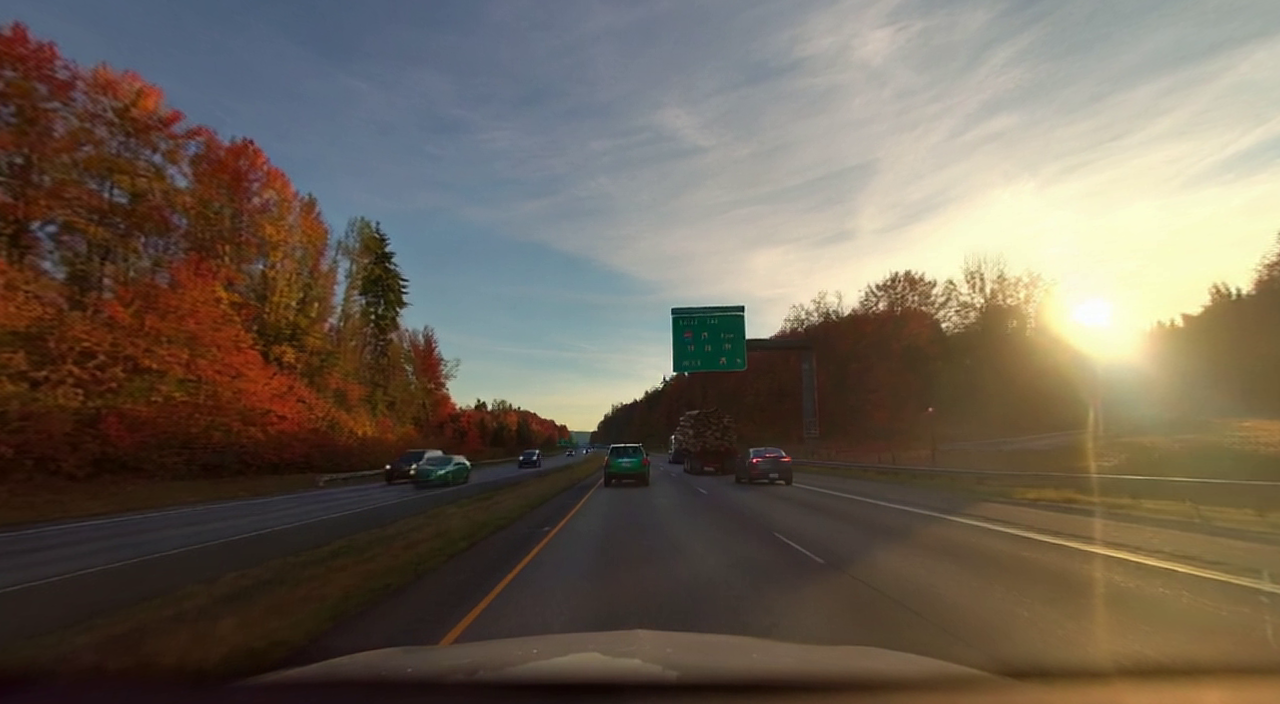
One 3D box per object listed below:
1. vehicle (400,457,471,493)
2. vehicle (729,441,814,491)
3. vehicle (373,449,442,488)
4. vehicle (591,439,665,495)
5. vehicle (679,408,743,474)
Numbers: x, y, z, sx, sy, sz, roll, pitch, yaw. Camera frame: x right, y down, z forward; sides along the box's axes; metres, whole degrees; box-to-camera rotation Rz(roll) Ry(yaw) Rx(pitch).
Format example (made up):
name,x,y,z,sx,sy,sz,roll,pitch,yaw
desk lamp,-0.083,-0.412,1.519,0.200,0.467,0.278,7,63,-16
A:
name,x,y,z,sx,sy,sz,roll,pitch,yaw
vehicle,-9.514,5.728,29.525,1.859,1.489,4.299,-1,-9,0
vehicle,4.772,4.192,23.461,2.057,1.660,4.525,0,-9,-2
vehicle,-13.379,6.691,36.400,2.215,2.079,4.694,0,-9,0
vehicle,-0.397,3.842,21.262,2.263,1.699,3.936,0,-9,-1
vehicle,4.514,5.947,41.835,3.125,3.895,8.461,0,-9,-1
